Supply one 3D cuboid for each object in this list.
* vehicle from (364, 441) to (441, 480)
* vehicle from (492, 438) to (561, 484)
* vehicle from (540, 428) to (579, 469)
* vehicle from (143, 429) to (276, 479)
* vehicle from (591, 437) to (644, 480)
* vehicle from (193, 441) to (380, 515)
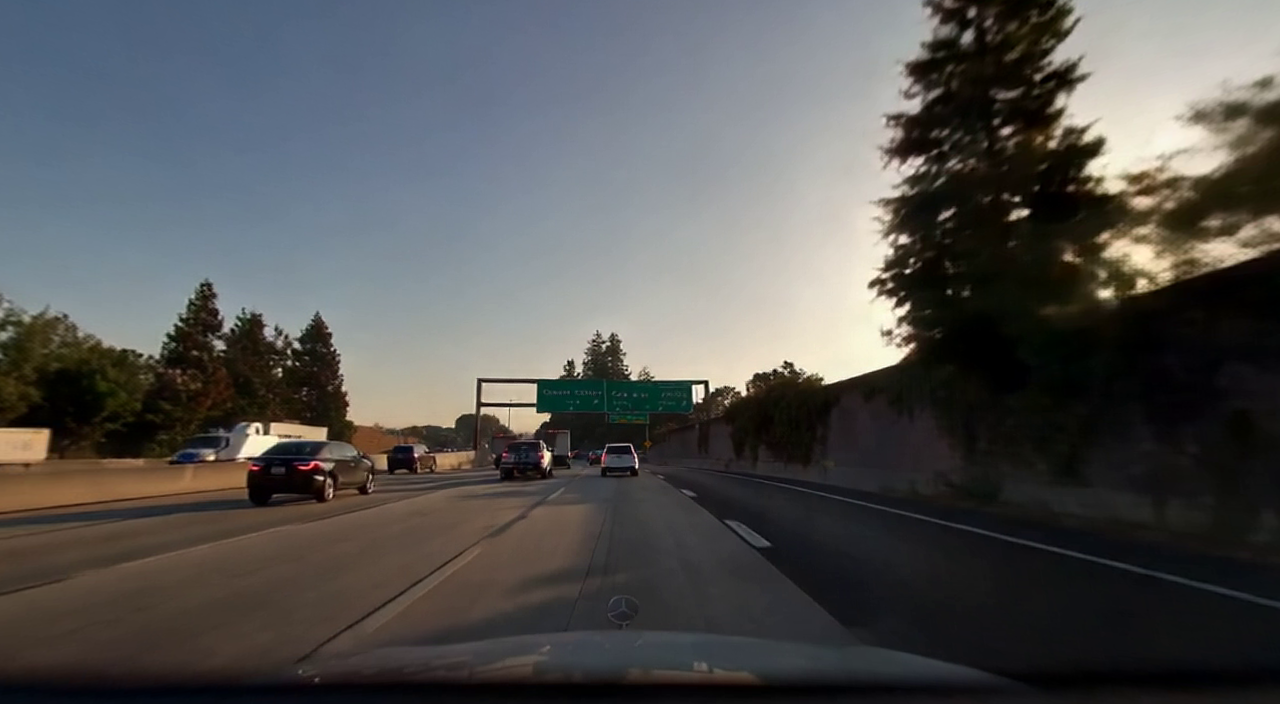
[{"bbox_3d":[-11.951,5.456,32.201,2.079,1.807,5.187,0,-8,-2],"label":"vehicle"},{"bbox_3d":[-4.315,4.216,24.744,2.005,1.631,4.295,0,-8,-1],"label":"vehicle"},{"bbox_3d":[-5.595,6.810,44.494,2.279,2.672,5.256,0,-8,-2],"label":"vehicle"},{"bbox_3d":[-16.744,3.988,24.906,2.044,1.747,4.769,0,-8,-3],"label":"vehicle"},{"bbox_3d":[-0.995,4.528,27.107,2.092,1.671,3.772,0,-8,-3],"label":"vehicle"},{"bbox_3d":[-7.988,2.845,14.853,1.896,1.465,4.399,0,-8,0],"label":"vehicle"}]
